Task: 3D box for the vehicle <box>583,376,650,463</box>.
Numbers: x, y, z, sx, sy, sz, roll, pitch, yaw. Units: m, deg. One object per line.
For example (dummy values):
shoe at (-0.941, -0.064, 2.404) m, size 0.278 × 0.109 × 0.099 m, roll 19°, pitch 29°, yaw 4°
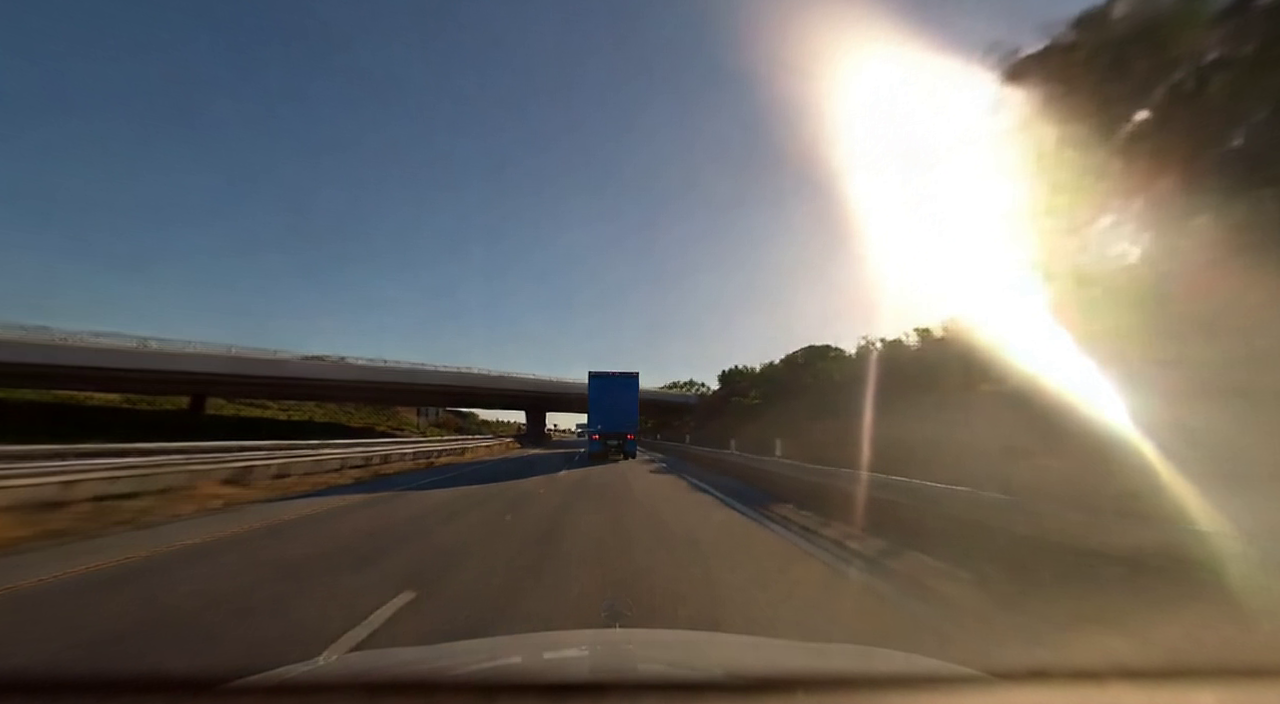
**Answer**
vehicle at (-1.343, 3.768, 34.130) m, size 3.023 × 3.965 × 10.402 m, roll 0°, pitch -8°, yaw -3°
